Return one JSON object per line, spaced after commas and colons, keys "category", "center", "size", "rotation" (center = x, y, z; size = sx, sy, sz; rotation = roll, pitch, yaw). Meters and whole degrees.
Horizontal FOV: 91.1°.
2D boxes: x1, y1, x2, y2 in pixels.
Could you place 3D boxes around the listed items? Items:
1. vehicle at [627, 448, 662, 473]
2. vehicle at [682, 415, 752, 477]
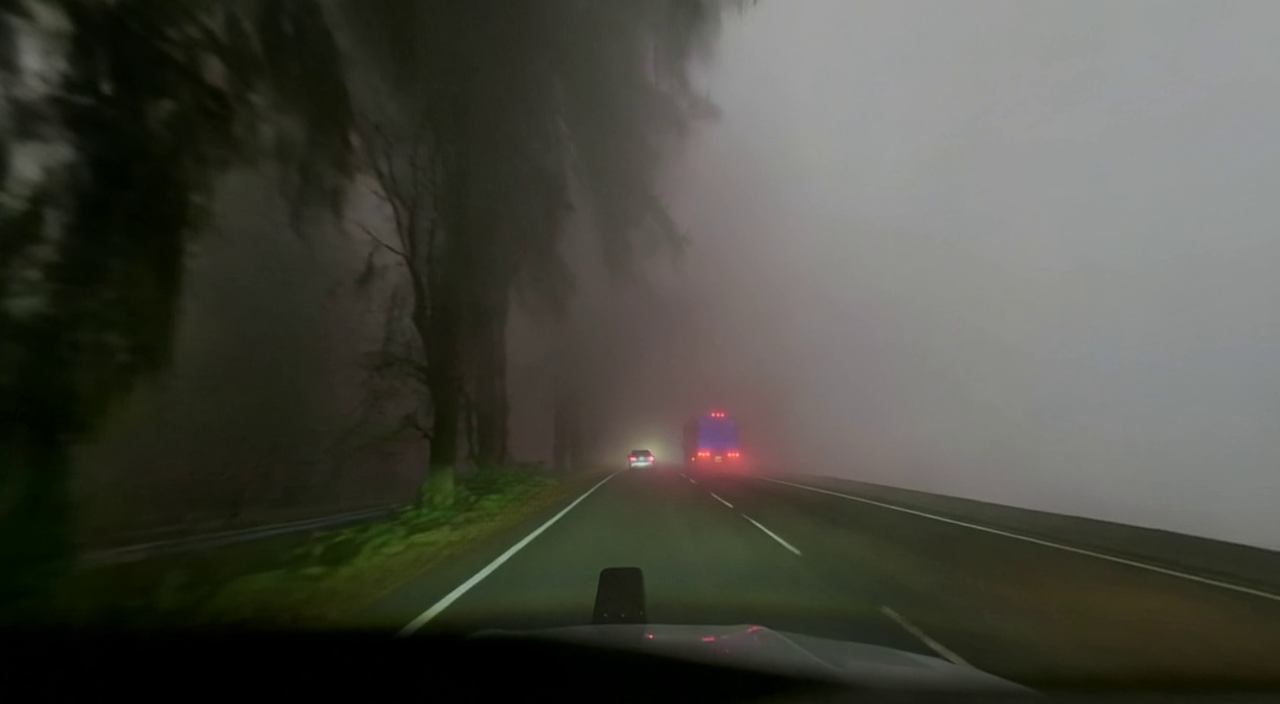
{"category": "vehicle", "center": [0.329, 6.967, 40.570], "size": [2.170, 1.544, 4.373], "rotation": [0, -8, 1]}
{"category": "vehicle", "center": [4.330, 5.557, 37.205], "size": [3.015, 3.211, 7.982], "rotation": [0, -8, -1]}
